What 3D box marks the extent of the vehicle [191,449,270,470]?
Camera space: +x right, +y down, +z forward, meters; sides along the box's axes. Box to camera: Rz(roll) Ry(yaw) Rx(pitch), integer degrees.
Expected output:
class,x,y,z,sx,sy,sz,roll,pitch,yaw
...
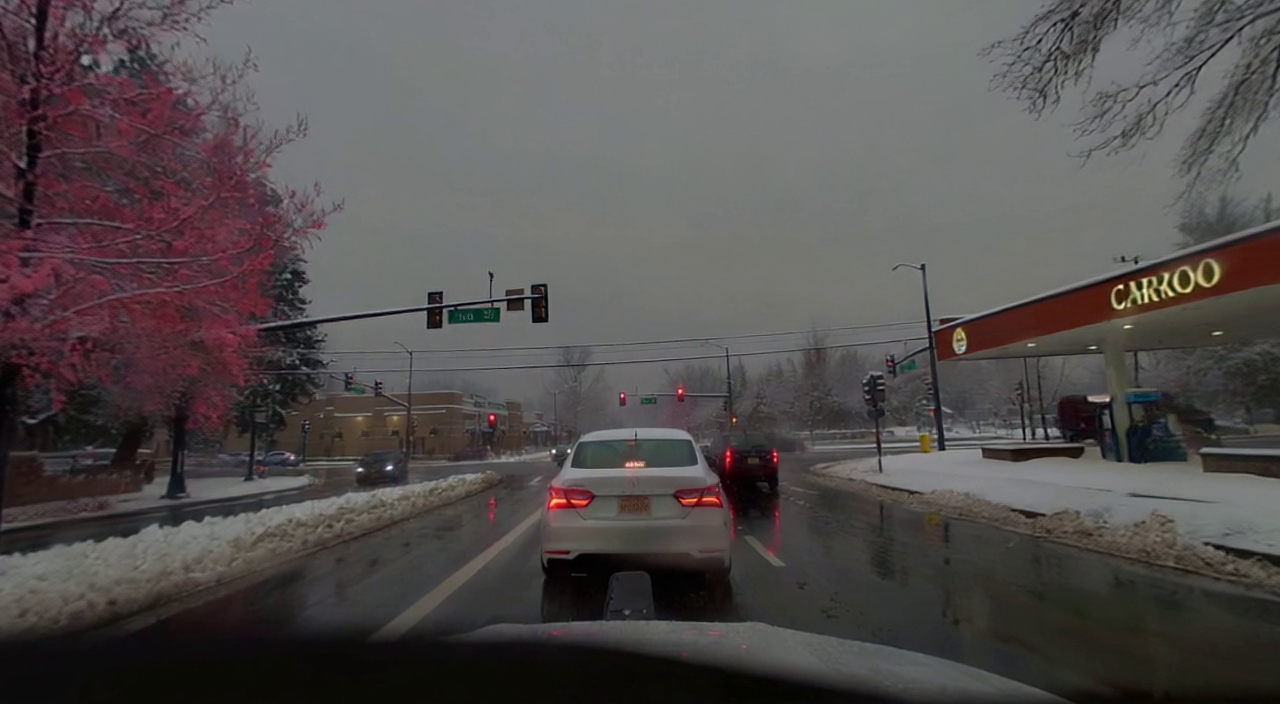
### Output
class,x,y,z,sx,sy,sz,roll,pitch,yaw
vehicle,-29.404,7.746,45.331,4.466,1.438,1.837,-1,-8,5

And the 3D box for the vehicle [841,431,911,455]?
class,x,y,z,sx,sy,sz,roll,pitch,yaw
vehicle,18.281,7.048,49.017,4.656,1.605,1.942,-3,-8,4

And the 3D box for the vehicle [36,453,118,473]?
class,x,y,z,sx,sy,sz,roll,pitch,yaw
vehicle,-41.443,8.185,46.437,4.511,1.407,1.764,-1,-8,4

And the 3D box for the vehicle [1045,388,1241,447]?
class,x,y,z,sx,sy,sz,roll,pitch,yaw
vehicle,34.164,4.534,43.093,10.890,3.868,3.021,0,-8,-3

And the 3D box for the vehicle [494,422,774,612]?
class,x,y,z,sx,sy,sz,roll,pitch,yaw
vehicle,-0.062,1.605,7.086,2.213,1.482,4.057,0,-8,0

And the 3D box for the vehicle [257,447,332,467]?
class,x,y,z,sx,sy,sz,roll,pitch,yaw
vehicle,-26.728,8.110,48.816,4.806,1.472,1.886,-1,-8,5

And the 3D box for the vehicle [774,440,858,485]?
class,x,y,z,sx,sy,sz,roll,pitch,yaw
vehicle,6.551,4.149,24.028,1.942,1.511,4.390,0,-8,0

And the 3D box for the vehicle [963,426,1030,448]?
class,x,y,z,sx,sy,sz,roll,pitch,yaw
vehicle,27.104,6.512,48.016,3.968,1.572,1.740,0,-9,4

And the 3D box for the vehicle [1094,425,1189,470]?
class,x,y,z,sx,sy,sz,roll,pitch,yaw
vehicle,18.590,3.515,23.280,4.300,1.495,2.053,8,-12,-43

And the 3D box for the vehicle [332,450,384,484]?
class,x,y,z,sx,sy,sz,roll,pitch,yaw
vehicle,-13.801,5.516,30.693,1.944,1.465,4.609,4,-9,-27
